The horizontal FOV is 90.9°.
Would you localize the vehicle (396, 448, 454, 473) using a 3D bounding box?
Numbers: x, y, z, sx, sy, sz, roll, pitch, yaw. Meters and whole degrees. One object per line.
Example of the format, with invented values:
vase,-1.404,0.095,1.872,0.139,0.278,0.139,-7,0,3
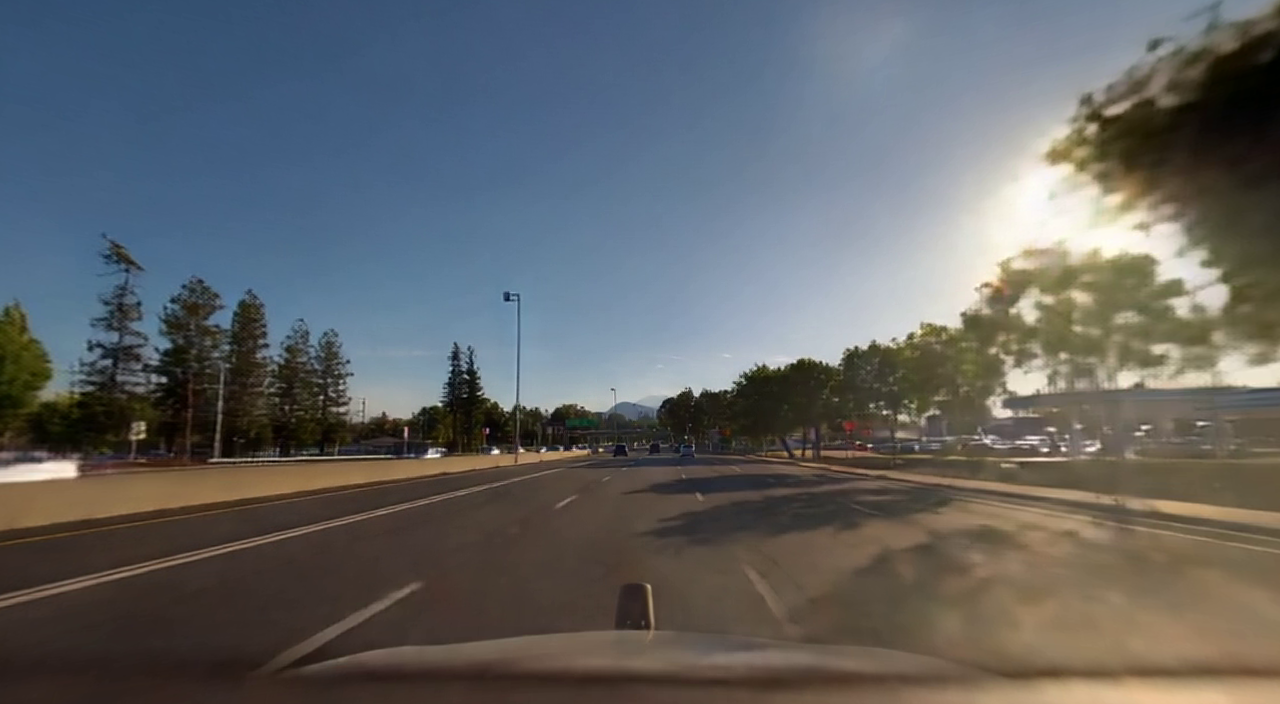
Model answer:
vehicle,-13.464,6.806,39.733,1.807,1.477,4.491,-1,-9,3
